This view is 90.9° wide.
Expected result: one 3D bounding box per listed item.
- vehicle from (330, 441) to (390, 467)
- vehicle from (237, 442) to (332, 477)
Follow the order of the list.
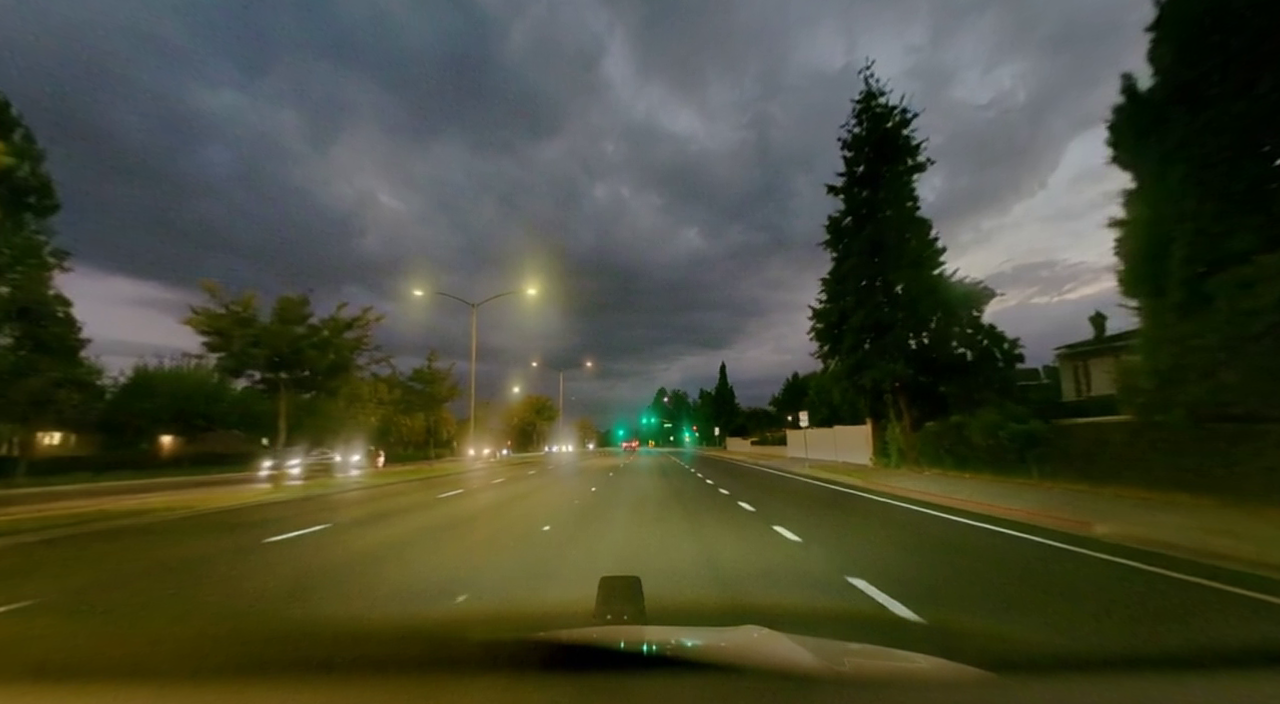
[{"bbox_3d":[-20.085,7.331,45.422,2.103,1.731,4.598,0,-9,1],"label":"vehicle"},{"bbox_3d":[-16.881,5.103,30.235,1.869,1.557,4.424,0,-9,2],"label":"vehicle"}]
